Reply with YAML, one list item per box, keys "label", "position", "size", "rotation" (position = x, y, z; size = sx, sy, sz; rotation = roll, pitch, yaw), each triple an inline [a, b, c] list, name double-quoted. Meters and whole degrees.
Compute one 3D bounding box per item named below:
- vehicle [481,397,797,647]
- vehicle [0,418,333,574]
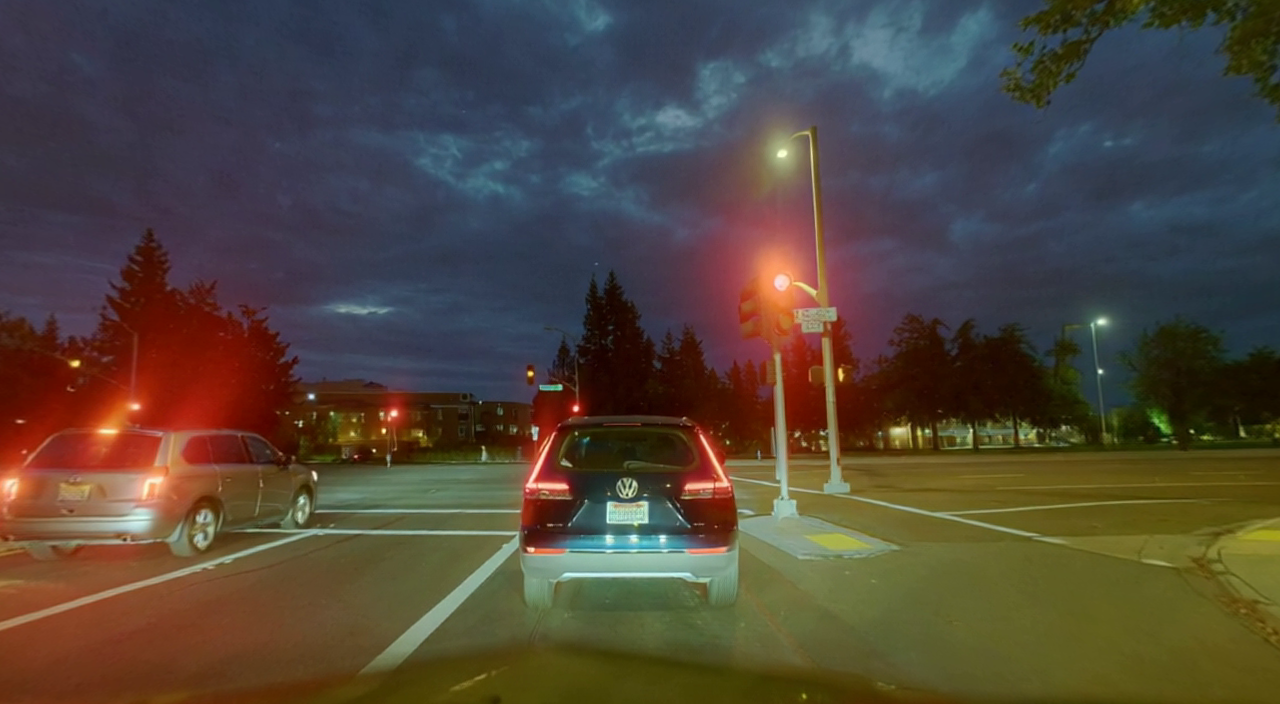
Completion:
- label: "vehicle"
  position: [-0.149, 1.461, 6.446]
  size: [2.154, 1.670, 4.140]
  rotation: [0, -9, -4]
- label: "vehicle"
  position: [-6.396, 1.904, 9.113]
  size: [2.020, 1.695, 4.187]
  rotation: [1, -9, -5]
